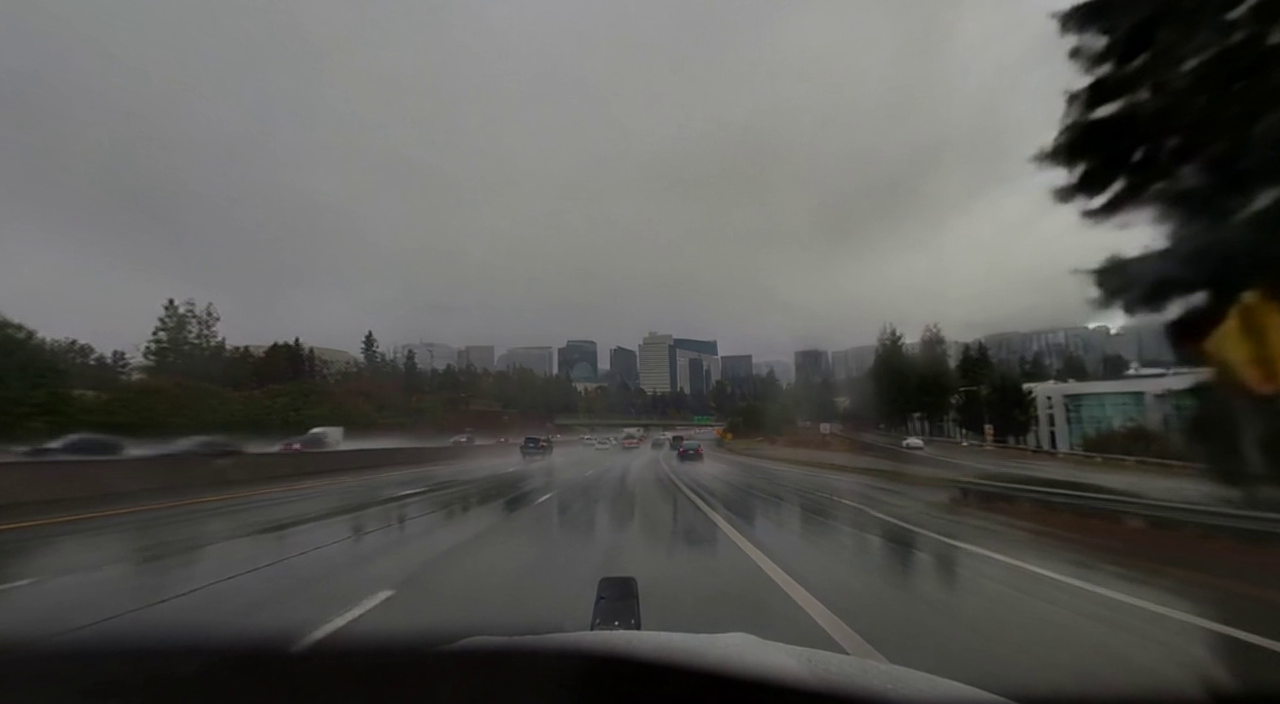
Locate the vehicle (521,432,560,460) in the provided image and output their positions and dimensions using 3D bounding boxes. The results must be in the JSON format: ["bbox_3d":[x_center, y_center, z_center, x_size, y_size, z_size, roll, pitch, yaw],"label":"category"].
[{"bbox_3d":[-6.998,6.681,44.925,2.009,1.850,4.338,0,-8,1],"label":"vehicle"}]

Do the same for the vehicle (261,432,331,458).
[{"bbox_3d":[-26.592,7.234,49.133,2.136,1.862,5.573,0,-8,2],"label":"vehicle"}]

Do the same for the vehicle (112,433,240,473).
[{"bbox_3d":[-20.049,4.398,27.595,2.005,1.576,4.638,0,-8,1],"label":"vehicle"}]

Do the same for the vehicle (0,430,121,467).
[{"bbox_3d":[-30.411,5.059,33.173,2.033,1.774,4.856,0,-8,1],"label":"vehicle"}]

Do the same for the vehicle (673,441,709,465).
[{"bbox_3d":[3.227,6.464,40.614,1.967,1.475,4.080,0,-8,0],"label":"vehicle"}]
